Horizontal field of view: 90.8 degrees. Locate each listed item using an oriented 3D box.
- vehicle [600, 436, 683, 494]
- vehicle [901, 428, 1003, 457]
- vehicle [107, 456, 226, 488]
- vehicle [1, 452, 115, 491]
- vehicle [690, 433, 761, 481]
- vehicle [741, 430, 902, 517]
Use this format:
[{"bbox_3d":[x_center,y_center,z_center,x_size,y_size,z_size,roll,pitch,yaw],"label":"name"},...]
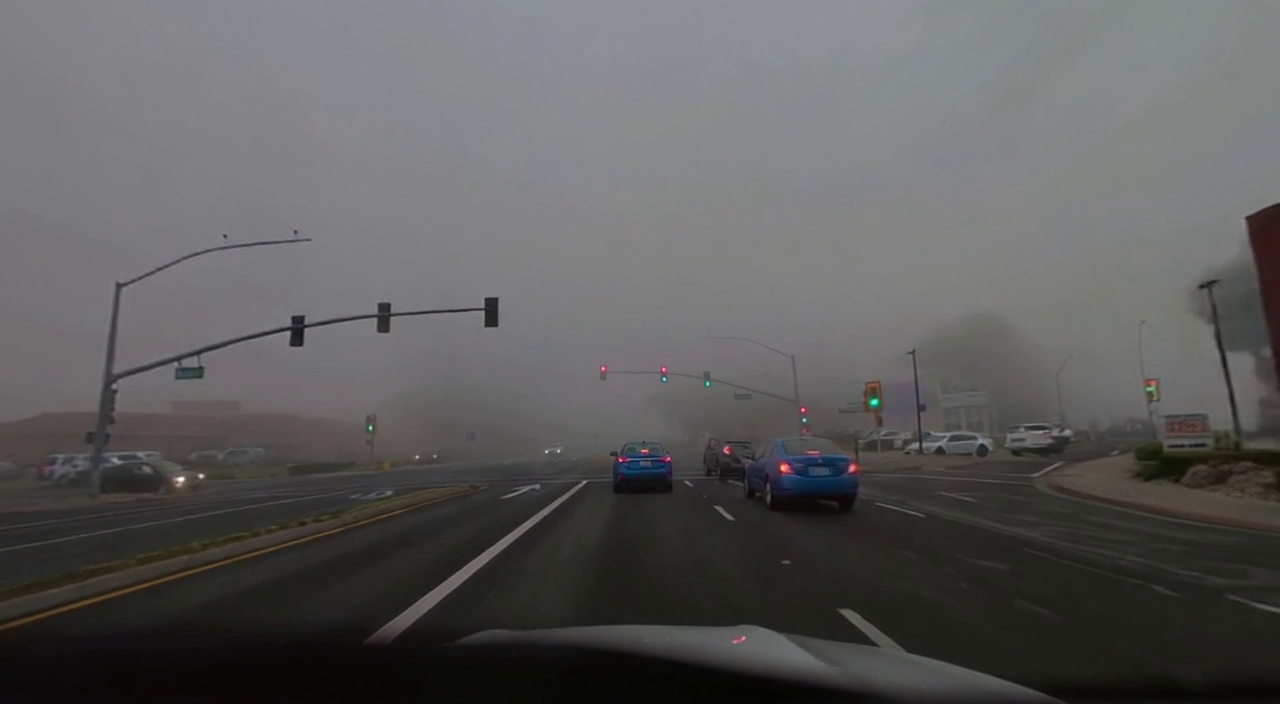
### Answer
[{"bbox_3d":[-0.014,3.199,18.281,2.135,1.468,4.076,0,-8,-1],"label":"vehicle"},{"bbox_3d":[19.948,5.831,40.549,5.438,1.776,2.032,0,-8,0],"label":"vehicle"},{"bbox_3d":[-26.292,6.664,35.240,4.780,1.669,2.232,0,-8,-2],"label":"vehicle"},{"bbox_3d":[-38.404,7.873,41.817,5.135,2.388,2.288,0,-9,-1],"label":"vehicle"},{"bbox_3d":[3.140,3.978,24.188,1.973,1.633,4.717,0,-8,-1],"label":"vehicle"},{"bbox_3d":[3.487,2.433,13.203,1.889,1.473,4.643,0,-8,-1],"label":"vehicle"}]
